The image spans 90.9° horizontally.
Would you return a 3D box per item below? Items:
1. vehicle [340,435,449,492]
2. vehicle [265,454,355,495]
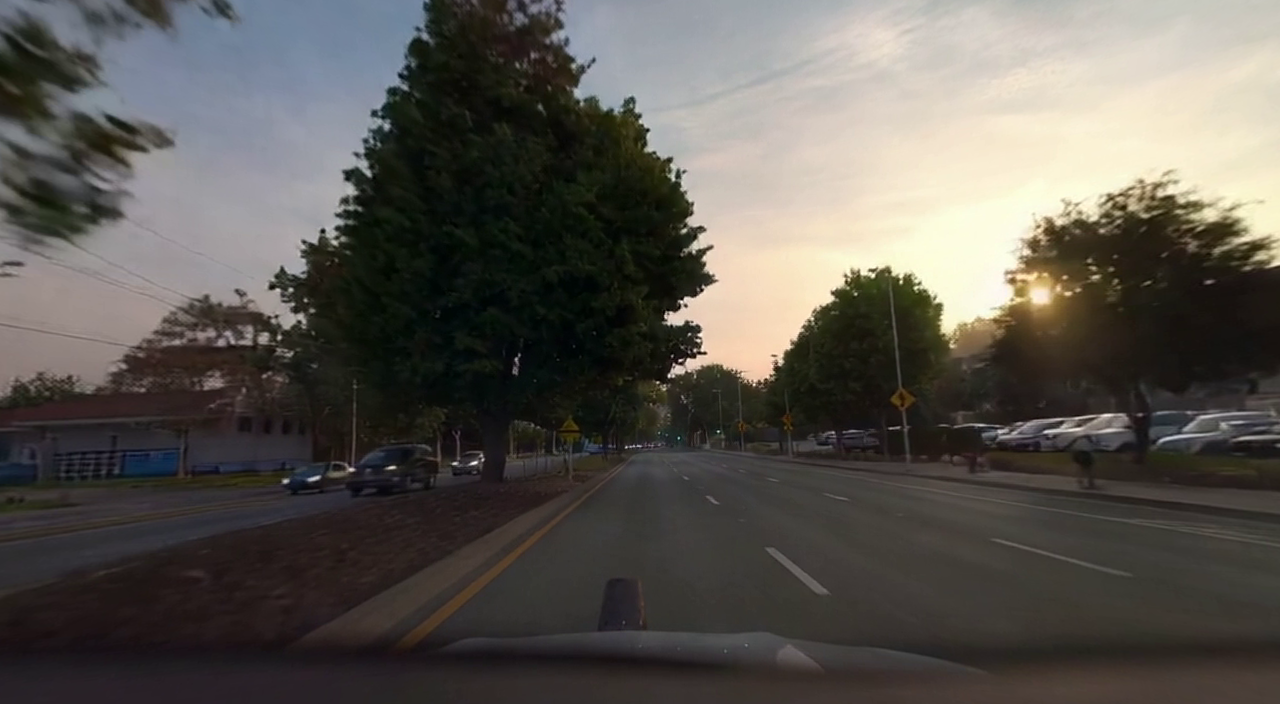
[{"bbox_3d":[-9.811,4.492,25.784,2.180,2.034,5.429,0,-9,1],"label":"vehicle"},{"bbox_3d":[-15.561,5.777,30.048,1.930,1.738,4.339,0,-9,0],"label":"vehicle"}]
